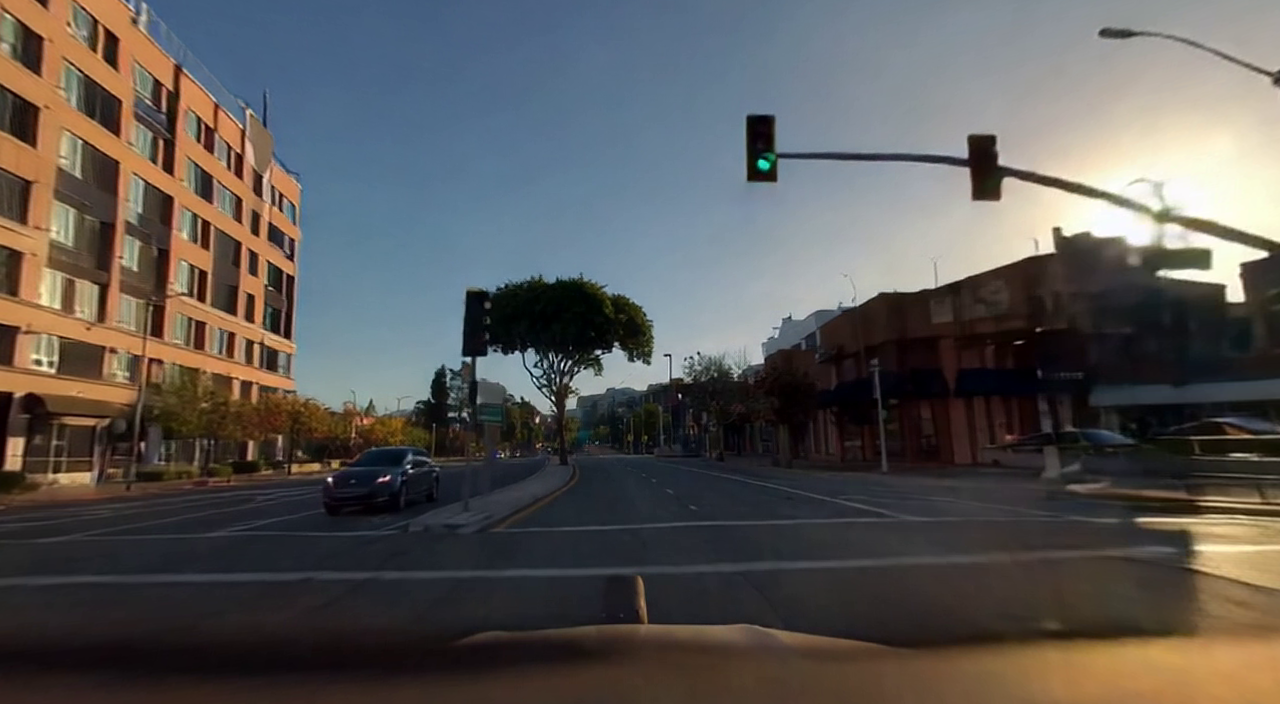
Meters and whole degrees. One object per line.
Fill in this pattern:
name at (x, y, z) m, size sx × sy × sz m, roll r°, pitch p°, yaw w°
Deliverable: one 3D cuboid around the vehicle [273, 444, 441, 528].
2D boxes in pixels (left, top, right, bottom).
vehicle at (-5.782, 2.726, 13.588) m, size 1.894 × 1.474 × 4.332 m, roll 0°, pitch -8°, yaw -4°
